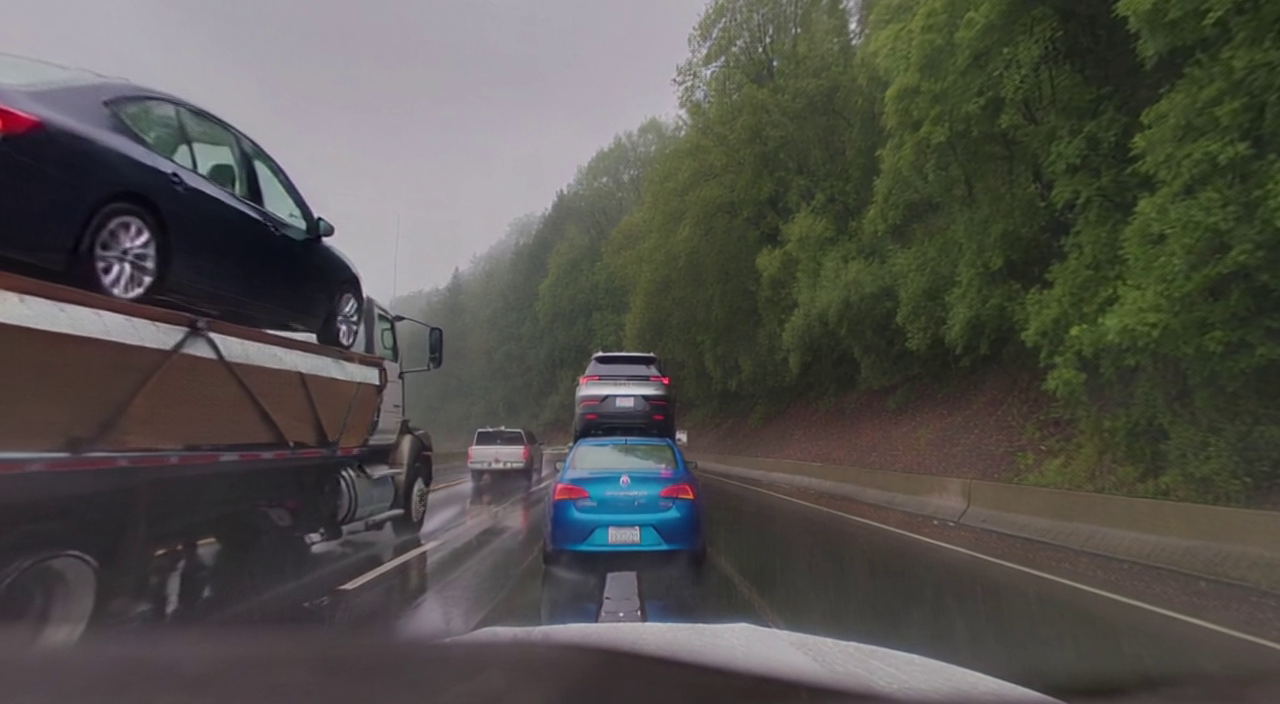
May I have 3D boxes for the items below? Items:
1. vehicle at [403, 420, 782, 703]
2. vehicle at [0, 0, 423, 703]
[{"bbox_3d":[-0.271,1.390,5.108,1.991,1.507,3.391,0,-9,-1],"label":"vehicle"},{"bbox_3d":[-4.533,-0.269,1.916,2.836,4.059,14.286,0,-9,-1],"label":"vehicle"}]
